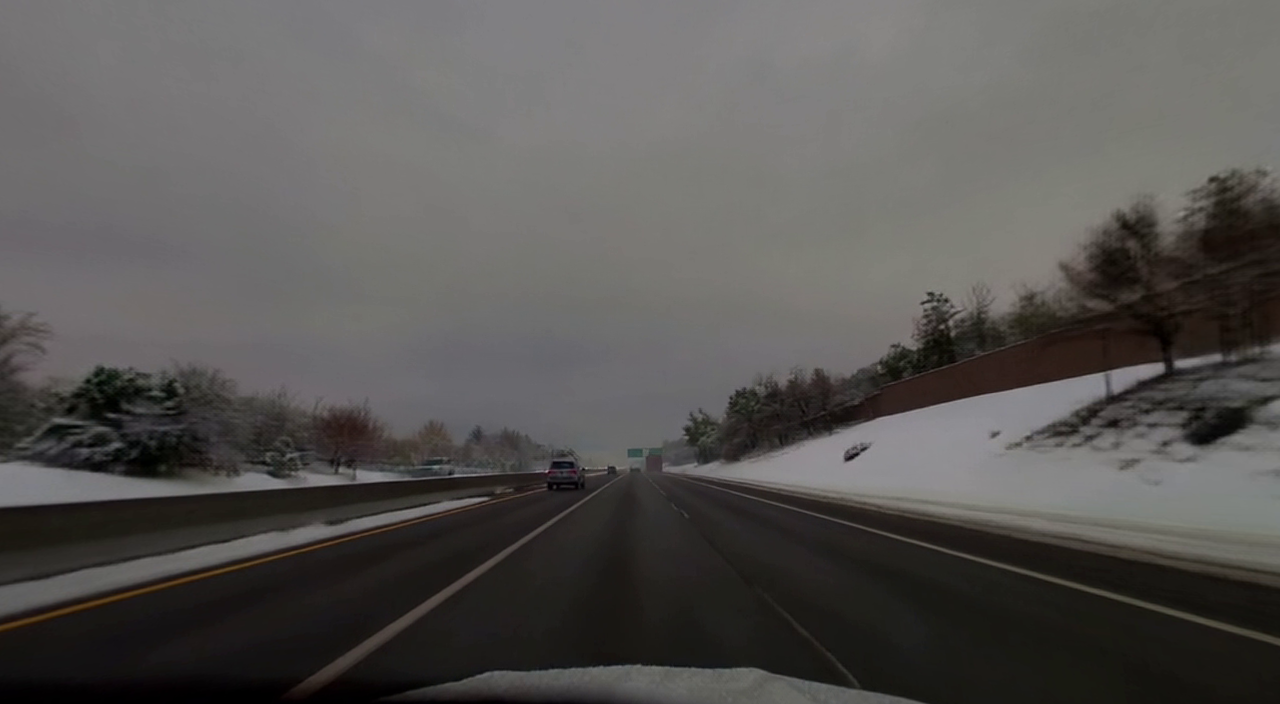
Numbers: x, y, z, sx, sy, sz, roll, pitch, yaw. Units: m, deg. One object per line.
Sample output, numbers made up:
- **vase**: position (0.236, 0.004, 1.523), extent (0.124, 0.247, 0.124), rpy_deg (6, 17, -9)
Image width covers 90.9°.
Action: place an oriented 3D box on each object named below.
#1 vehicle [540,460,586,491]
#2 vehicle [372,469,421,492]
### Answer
- **vehicle**: position (-4.632, 7.541, 38.683), extent (2.178, 1.736, 4.847), rpy_deg (1, -10, 0)
- **vehicle**: position (-16.727, 8.827, 43.543), extent (1.734, 1.473, 4.015), rpy_deg (1, -10, 0)
